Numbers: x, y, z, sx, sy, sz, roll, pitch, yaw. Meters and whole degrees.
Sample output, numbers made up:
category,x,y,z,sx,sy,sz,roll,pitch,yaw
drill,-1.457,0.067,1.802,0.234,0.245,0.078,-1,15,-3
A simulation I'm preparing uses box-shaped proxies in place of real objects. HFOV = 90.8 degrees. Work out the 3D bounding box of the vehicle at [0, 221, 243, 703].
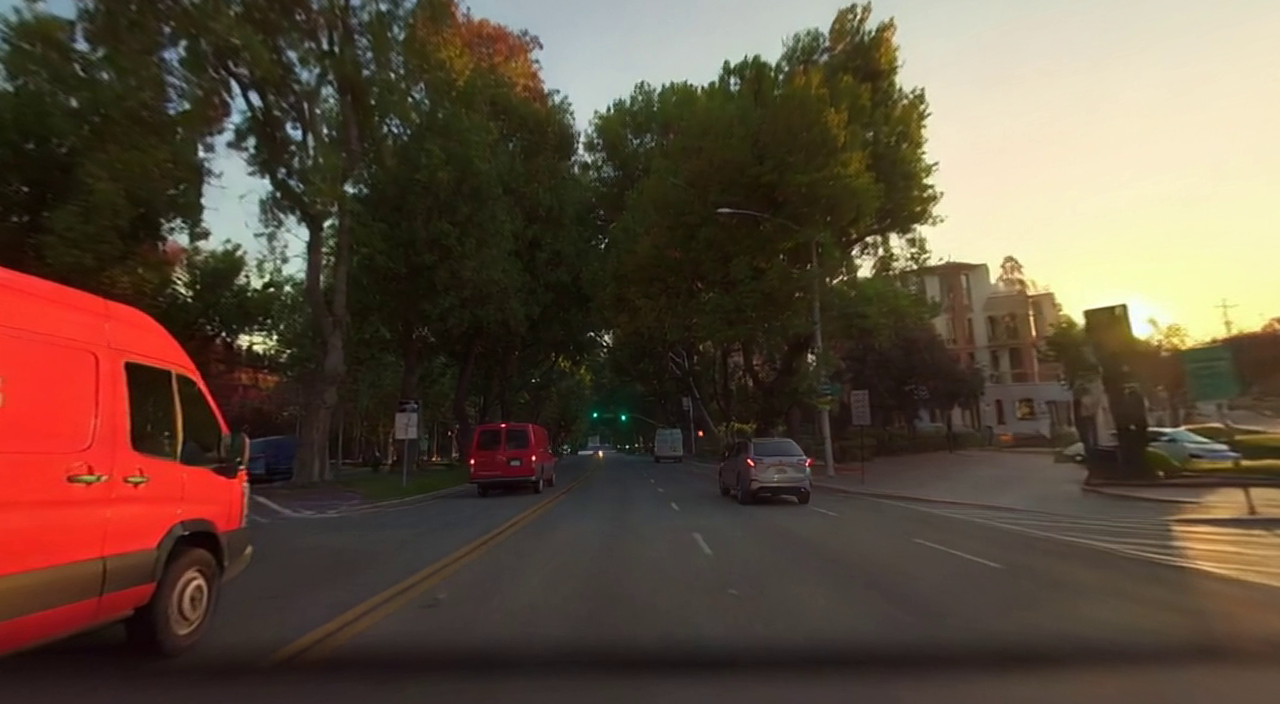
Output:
category,x,y,z,sx,sy,sz,roll,pitch,yaw
vehicle,-3.404,0.403,0.712,2.269,2.190,5.680,1,-8,-1

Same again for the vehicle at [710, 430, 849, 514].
category,x,y,z,sx,sy,sz,roll,pitch,yaw
vehicle,3.054,2.750,15.011,2.087,1.658,4.612,0,-9,-2

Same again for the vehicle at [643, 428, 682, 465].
category,x,y,z,sx,sy,sz,roll,pitch,yaw
vehicle,1.583,7.087,47.328,2.397,2.566,5.324,0,-9,-3

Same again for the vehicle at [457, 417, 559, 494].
category,x,y,z,sx,sy,sz,roll,pitch,yaw
vehicle,-4.175,3.392,20.919,2.420,2.227,4.499,0,-9,-1

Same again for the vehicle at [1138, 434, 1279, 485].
category,x,y,z,sx,sy,sz,roll,pitch,yaw
vehicle,18.617,3.374,20.099,4.210,1.480,1.922,1,-9,-10

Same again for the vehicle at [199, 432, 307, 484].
category,x,y,z,sx,sy,sz,roll,pitch,yaw
vehicle,-23.189,6.395,38.357,2.408,2.860,6.627,0,-9,-1

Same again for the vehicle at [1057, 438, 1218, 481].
category,x,y,z,sx,sy,sz,roll,pitch,yaw
vehicle,18.034,3.873,23.009,4.459,1.467,2.059,2,-8,-11
